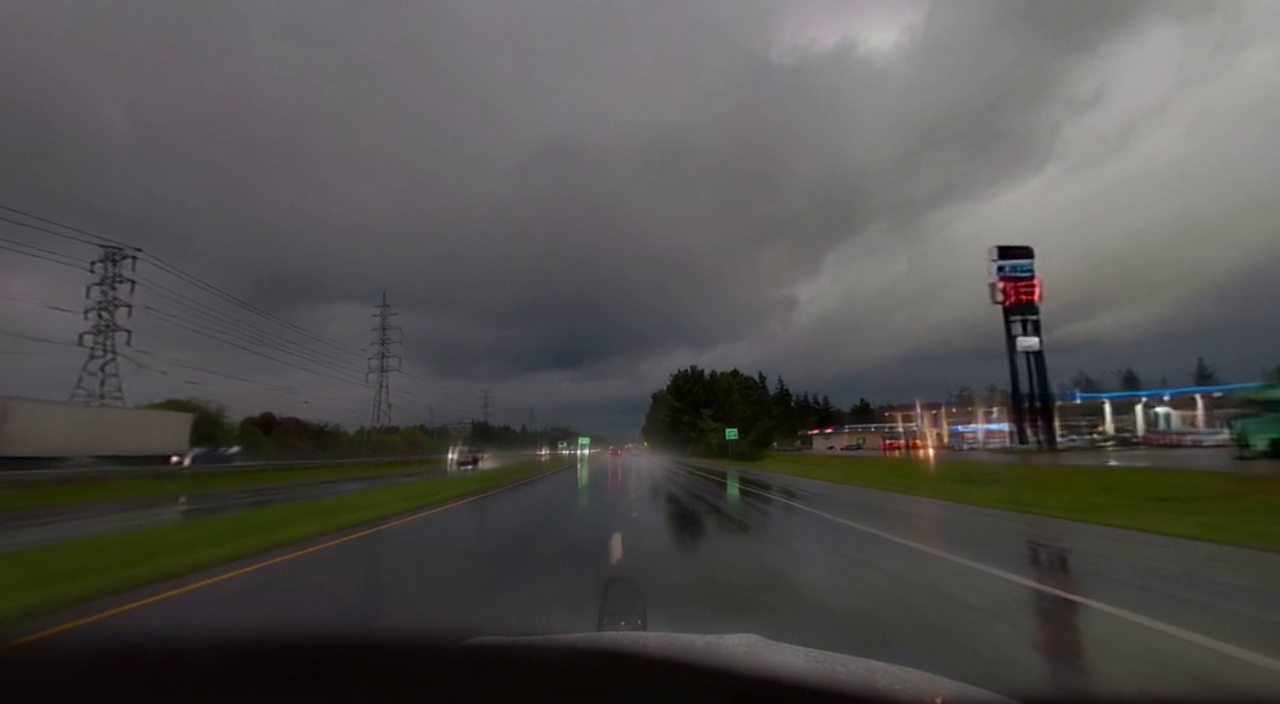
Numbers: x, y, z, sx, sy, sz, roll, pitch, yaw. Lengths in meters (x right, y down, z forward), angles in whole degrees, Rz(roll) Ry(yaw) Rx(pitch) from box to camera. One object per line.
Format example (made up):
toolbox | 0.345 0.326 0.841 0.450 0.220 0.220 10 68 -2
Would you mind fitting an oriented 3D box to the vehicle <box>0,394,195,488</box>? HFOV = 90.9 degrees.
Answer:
vehicle | -29.370 4.560 31.979 2.875 4.046 15.435 -2 -8 -2
